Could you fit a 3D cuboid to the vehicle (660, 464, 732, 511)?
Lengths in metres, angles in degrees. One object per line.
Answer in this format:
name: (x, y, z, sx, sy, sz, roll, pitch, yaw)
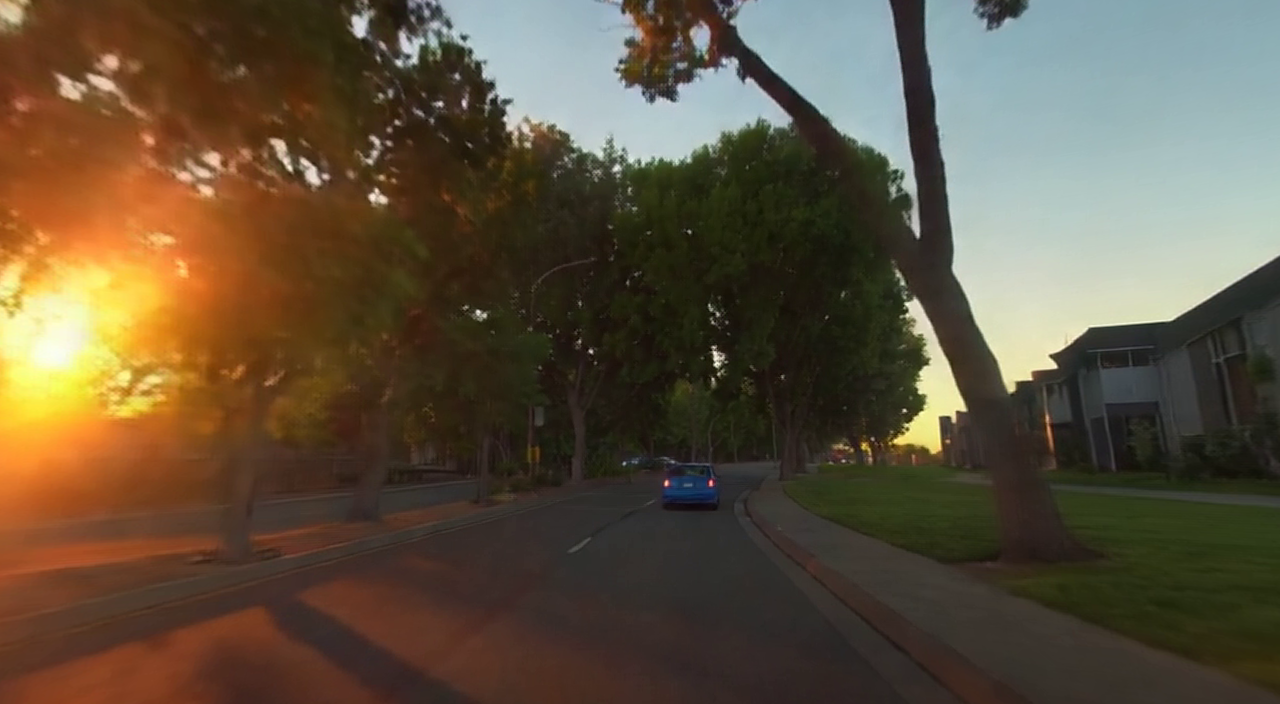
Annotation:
vehicle: (1.941, 4.257, 20.182, 1.972, 1.250, 5.282, -1, -11, 8)
